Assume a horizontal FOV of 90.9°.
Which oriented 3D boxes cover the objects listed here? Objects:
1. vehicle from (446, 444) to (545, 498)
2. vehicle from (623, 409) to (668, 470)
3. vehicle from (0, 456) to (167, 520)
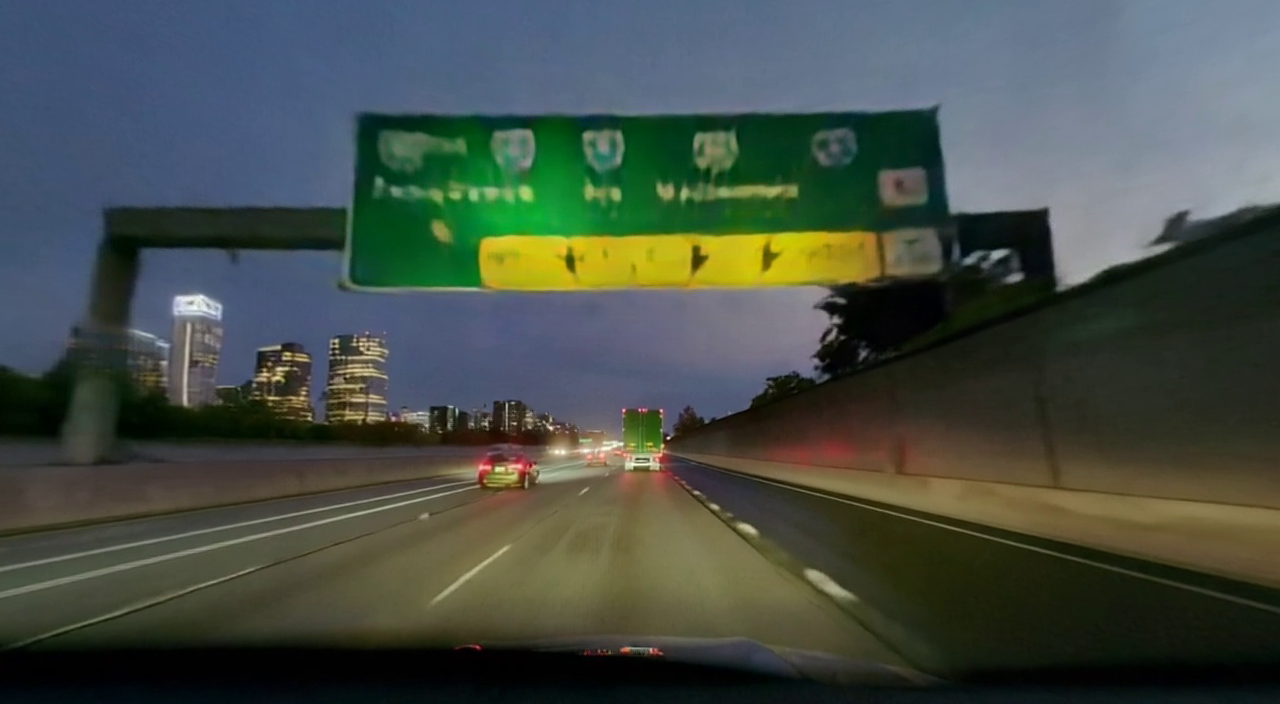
[{"bbox_3d":[-4.405,3.679,19.997,1.977,1.478,4.702,0,-9,0],"label":"vehicle"},{"bbox_3d":[0.451,6.683,47.763,2.980,4.051,10.359,0,-9,1],"label":"vehicle"},{"bbox_3d":[-16.176,3.742,17.889,1.898,1.480,4.712,0,-9,-1],"label":"vehicle"}]
